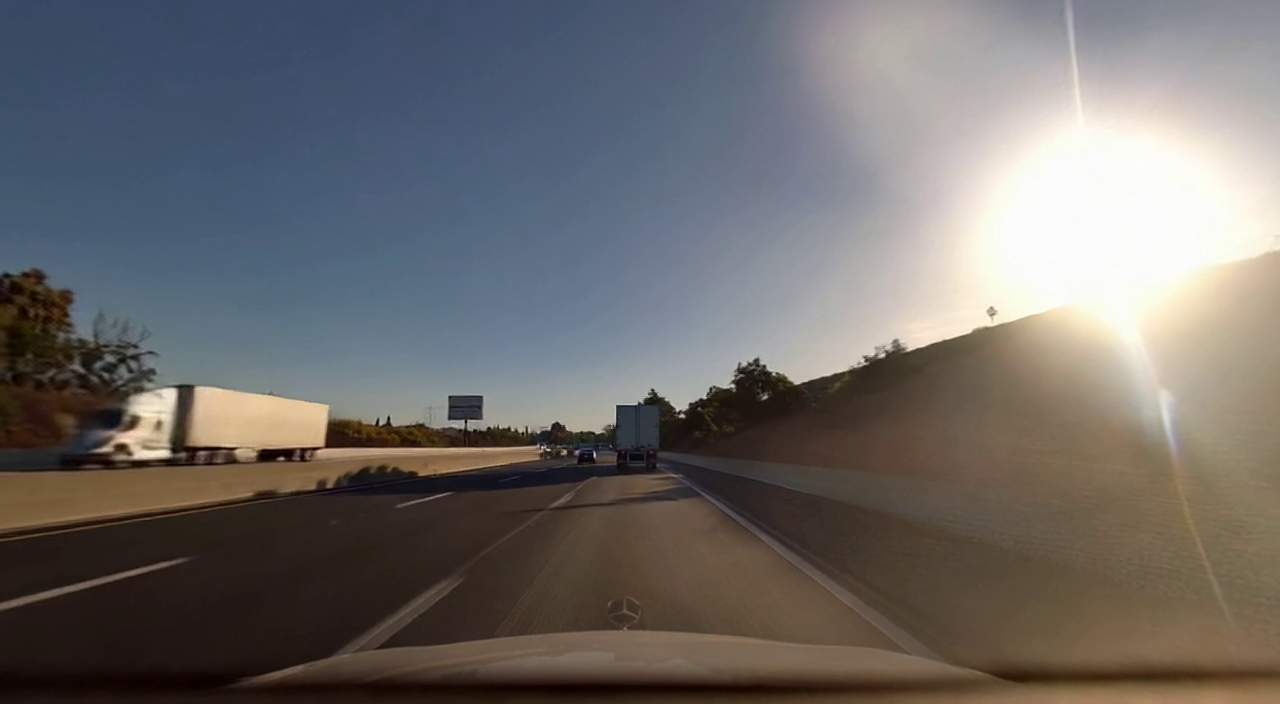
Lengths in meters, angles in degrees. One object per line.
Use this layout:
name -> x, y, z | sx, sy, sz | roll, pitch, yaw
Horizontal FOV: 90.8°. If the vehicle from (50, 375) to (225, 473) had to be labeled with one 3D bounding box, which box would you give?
vehicle -> -22.672, 3.403, 29.015 | 2.929, 4.000, 5.907 | 0, -9, 0
